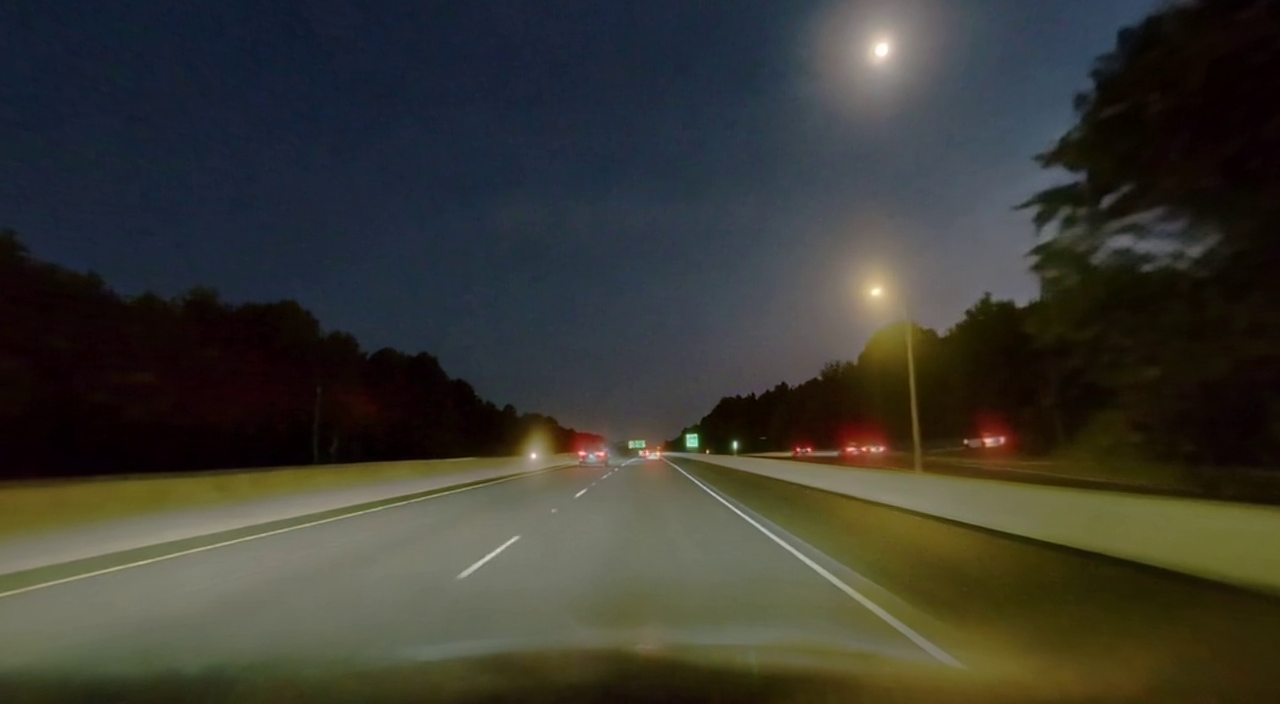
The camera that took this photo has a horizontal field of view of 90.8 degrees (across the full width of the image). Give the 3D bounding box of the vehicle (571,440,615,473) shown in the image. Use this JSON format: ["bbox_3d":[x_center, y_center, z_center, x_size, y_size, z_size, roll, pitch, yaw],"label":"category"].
[{"bbox_3d":[-2.702,6.145,37.291,2.143,1.853,4.123,0,-9,2],"label":"vehicle"}]
